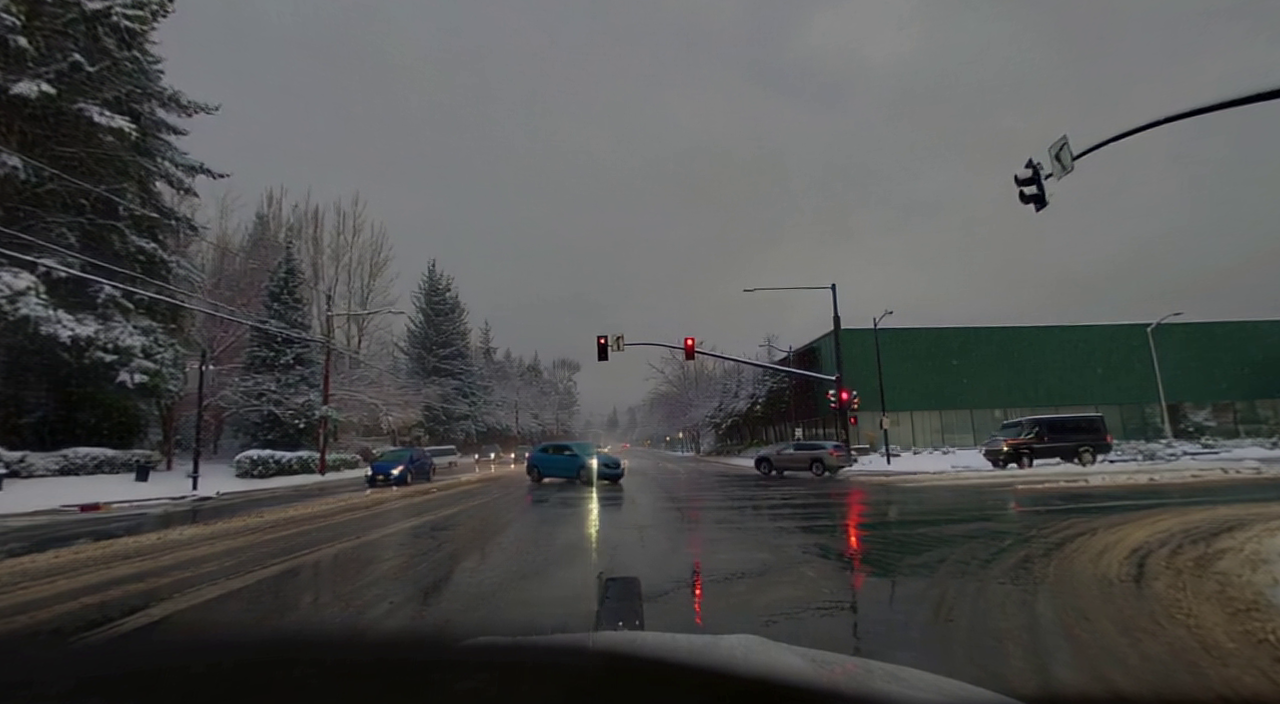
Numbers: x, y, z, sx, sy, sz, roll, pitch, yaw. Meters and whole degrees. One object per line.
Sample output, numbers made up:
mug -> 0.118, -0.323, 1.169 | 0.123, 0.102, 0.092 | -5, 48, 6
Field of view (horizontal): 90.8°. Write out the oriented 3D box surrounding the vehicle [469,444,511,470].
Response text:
vehicle -> -8.976, 6.339, 38.210 | 1.779, 1.460, 4.463 | 1, -9, -4

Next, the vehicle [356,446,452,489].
vehicle -> -8.888, 4.365, 24.236 | 2.024, 1.460, 4.381 | 0, -9, 0

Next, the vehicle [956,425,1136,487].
vehicle -> 14.847, 3.765, 23.129 | 5.910, 2.046, 2.228 | 3, -9, -19

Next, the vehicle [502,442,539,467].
vehicle -> -8.649, 7.458, 46.179 | 2.087, 1.718, 4.700 | 0, -9, -3

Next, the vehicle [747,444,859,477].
vehicle -> 7.751, 5.159, 30.163 | 4.828, 1.453, 1.919 | -5, -10, 28

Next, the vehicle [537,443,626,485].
vehicle -> -2.256, 4.097, 23.465 | 1.846, 1.416, 4.228 | 4, -10, -27
